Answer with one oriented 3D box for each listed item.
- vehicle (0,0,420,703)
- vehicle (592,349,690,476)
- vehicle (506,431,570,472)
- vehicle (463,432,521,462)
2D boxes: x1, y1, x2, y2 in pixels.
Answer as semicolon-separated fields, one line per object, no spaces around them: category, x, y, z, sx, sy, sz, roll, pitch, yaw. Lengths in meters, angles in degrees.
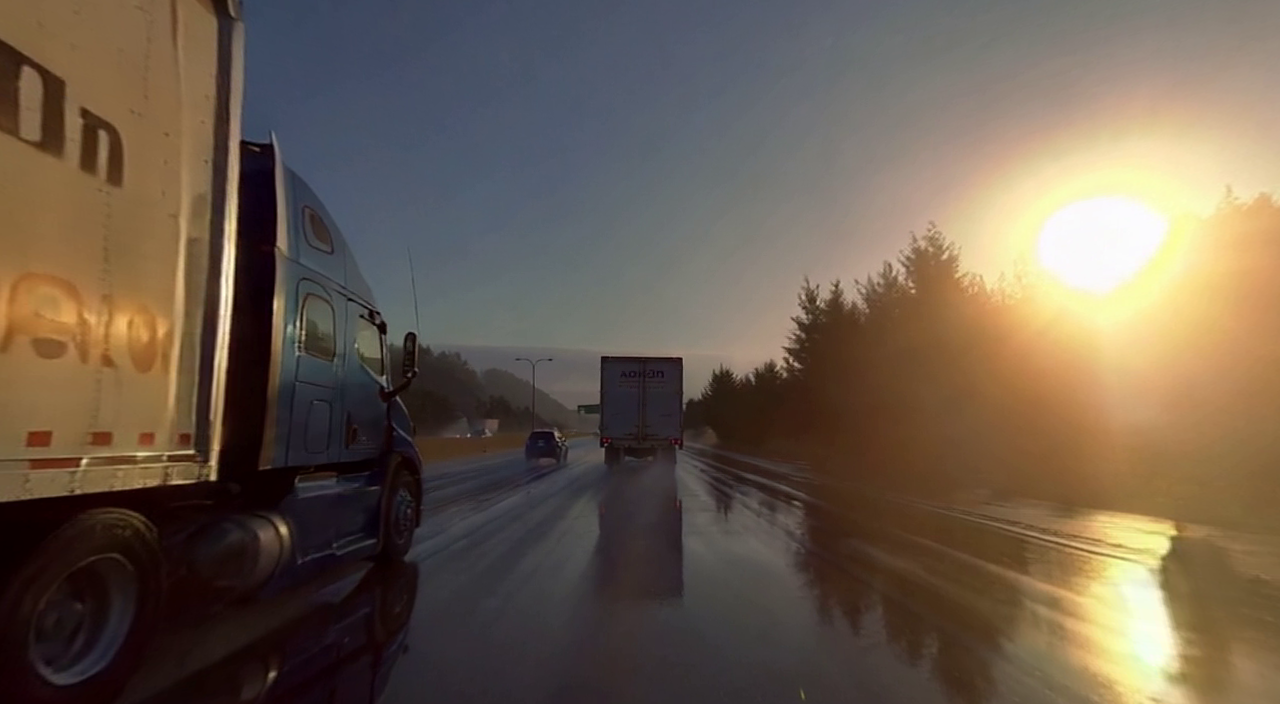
vehicle;-4.143;-0.055;4.728;3.007;4.031;6.044;1;-7;-4
vehicle;-0.133;2.635;25.657;3.118;4.106;10.719;0;-8;-2
vehicle;-3.918;3.869;24.779;1.933;1.492;3.838;0;-8;0
vehicle;-7.663;4.944;32.962;2.001;1.468;4.163;0;-8;0
